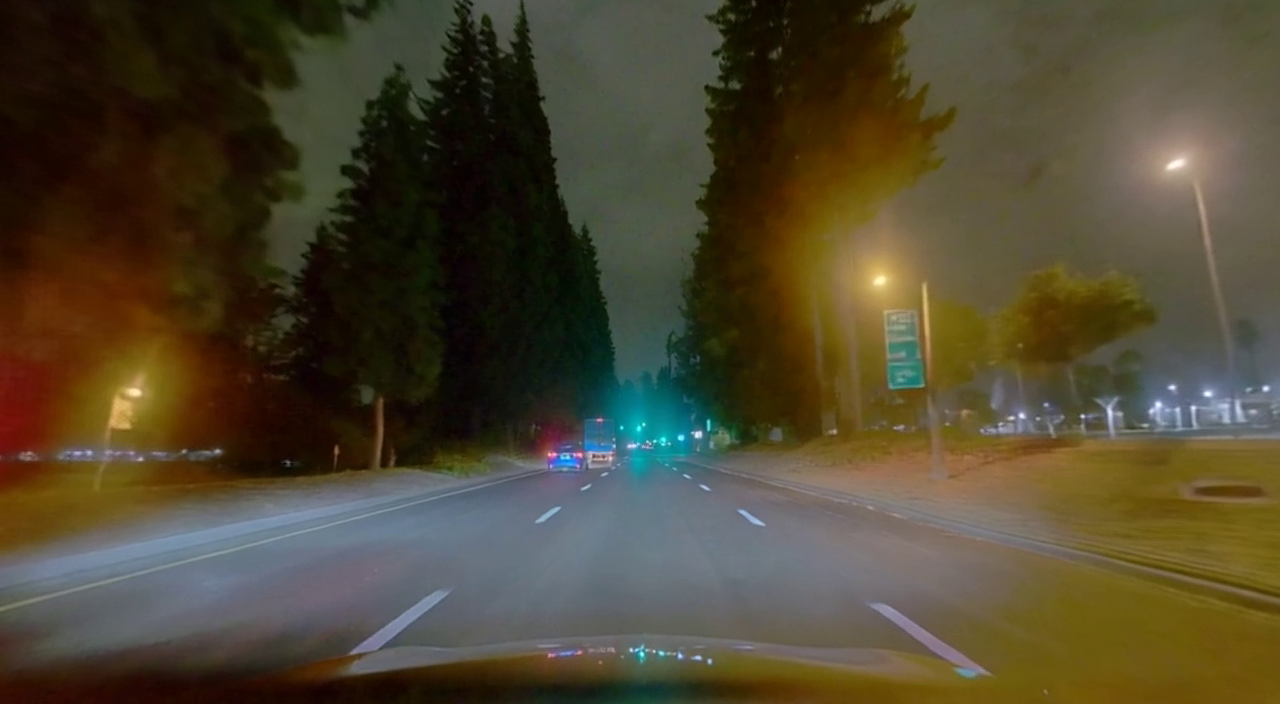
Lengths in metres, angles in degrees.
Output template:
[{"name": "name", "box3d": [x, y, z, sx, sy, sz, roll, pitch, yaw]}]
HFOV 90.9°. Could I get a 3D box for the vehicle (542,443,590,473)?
[{"name": "vehicle", "box3d": [-3.889, 5.658, 33.937, 2.005, 1.462, 4.345, 0, -8, 1]}]
